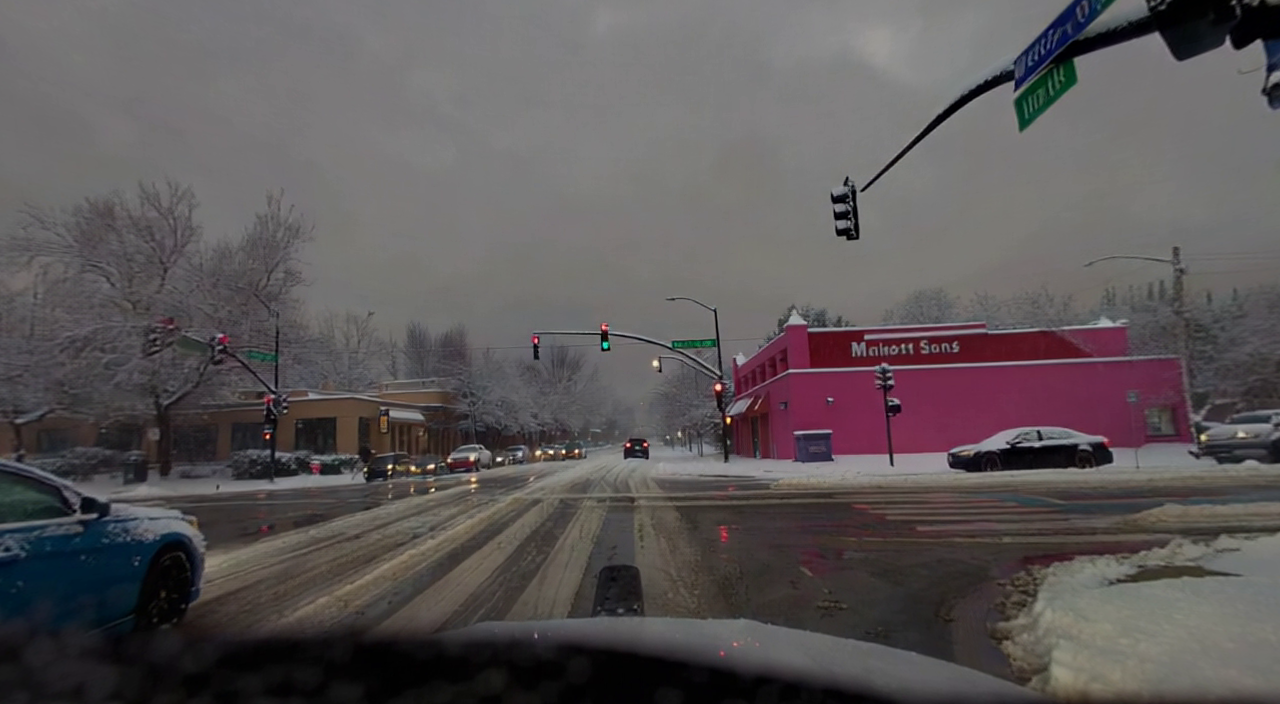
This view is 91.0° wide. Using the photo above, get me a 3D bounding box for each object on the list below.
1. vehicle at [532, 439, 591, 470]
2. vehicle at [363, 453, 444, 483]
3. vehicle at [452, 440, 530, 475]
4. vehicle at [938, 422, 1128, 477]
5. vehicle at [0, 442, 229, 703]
[{"bbox_3d":[-4.498,5.977,36.883,1.928,1.647,4.575,-2,-9,13],"label":"vehicle"},{"bbox_3d":[-12.593,6.170,33.873,1.976,1.425,4.567,-1,-9,9],"label":"vehicle"},{"bbox_3d":[-8.379,5.977,36.057,2.152,1.825,5.406,-2,-9,12],"label":"vehicle"},{"bbox_3d":[11.565,2.898,18.795,4.355,1.546,1.820,-1,-9,6],"label":"vehicle"},{"bbox_3d":[-3.735,0.972,2.153,1.759,1.325,4.295,0,-9,0],"label":"vehicle"}]
